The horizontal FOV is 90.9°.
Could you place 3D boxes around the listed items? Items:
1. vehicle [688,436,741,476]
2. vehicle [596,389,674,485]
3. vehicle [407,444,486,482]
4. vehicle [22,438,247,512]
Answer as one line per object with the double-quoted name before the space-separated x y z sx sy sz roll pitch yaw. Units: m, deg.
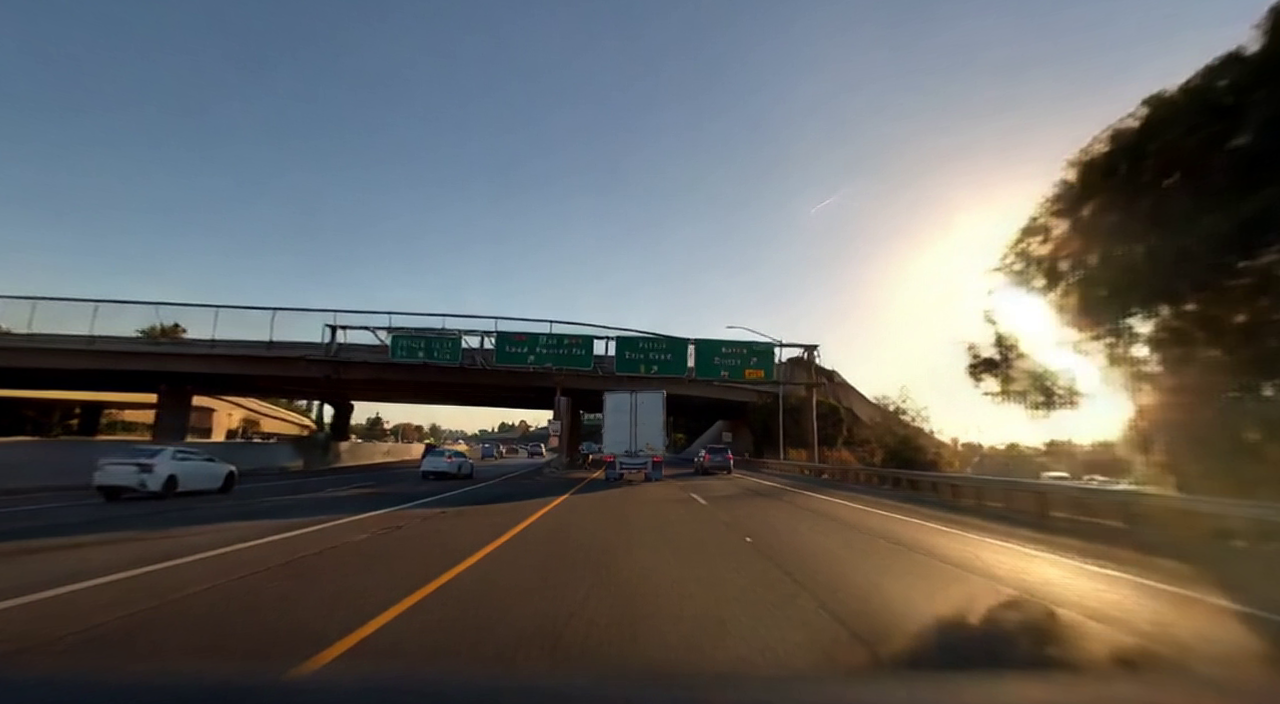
"vehicle" 3.963 5.660 34.509 2.174 1.968 5.016 0 -9 -1
"vehicle" -0.279 4.024 29.225 2.916 3.584 10.841 0 -9 -1
"vehicle" -8.414 4.853 27.938 2.057 1.506 4.829 0 -9 -2
"vehicle" -11.840 2.889 15.267 1.906 1.510 4.303 0 -9 -1
